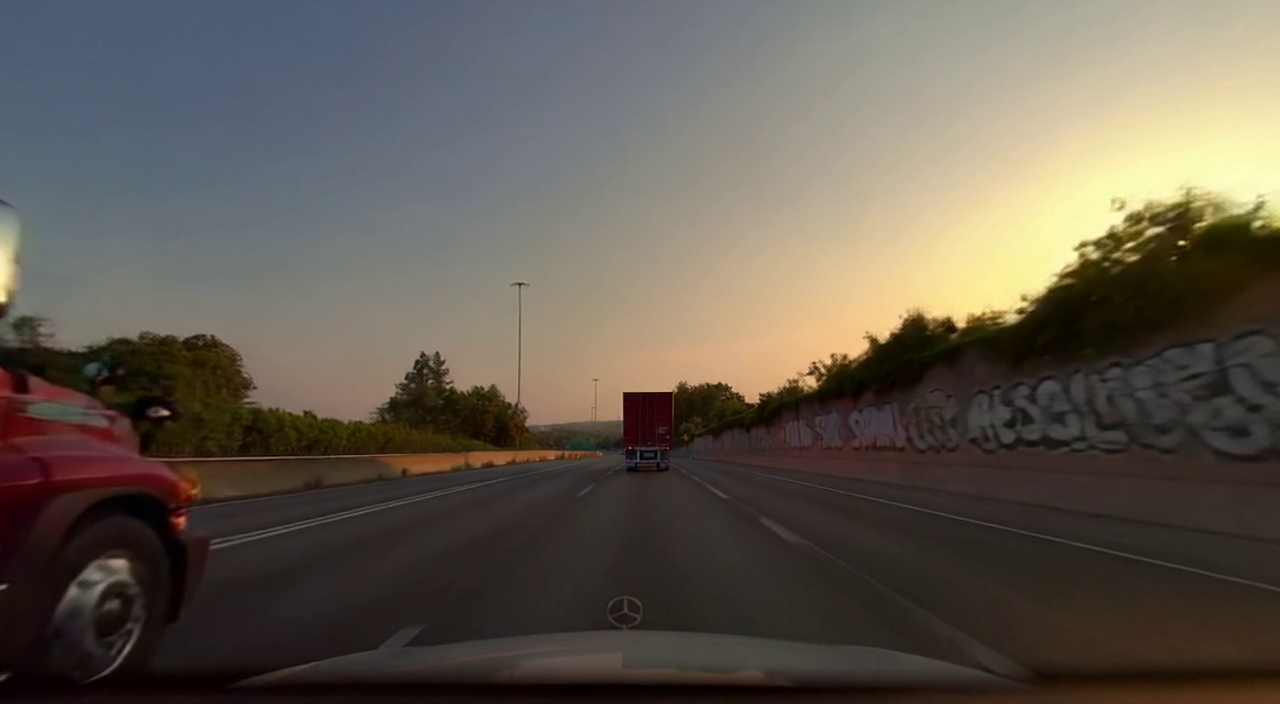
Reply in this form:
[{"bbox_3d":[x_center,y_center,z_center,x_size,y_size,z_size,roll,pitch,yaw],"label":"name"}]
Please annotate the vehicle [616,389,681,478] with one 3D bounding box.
[{"bbox_3d":[0.306,4.429,33.335,2.900,3.955,10.151,0,-9,-1],"label":"vehicle"}]
